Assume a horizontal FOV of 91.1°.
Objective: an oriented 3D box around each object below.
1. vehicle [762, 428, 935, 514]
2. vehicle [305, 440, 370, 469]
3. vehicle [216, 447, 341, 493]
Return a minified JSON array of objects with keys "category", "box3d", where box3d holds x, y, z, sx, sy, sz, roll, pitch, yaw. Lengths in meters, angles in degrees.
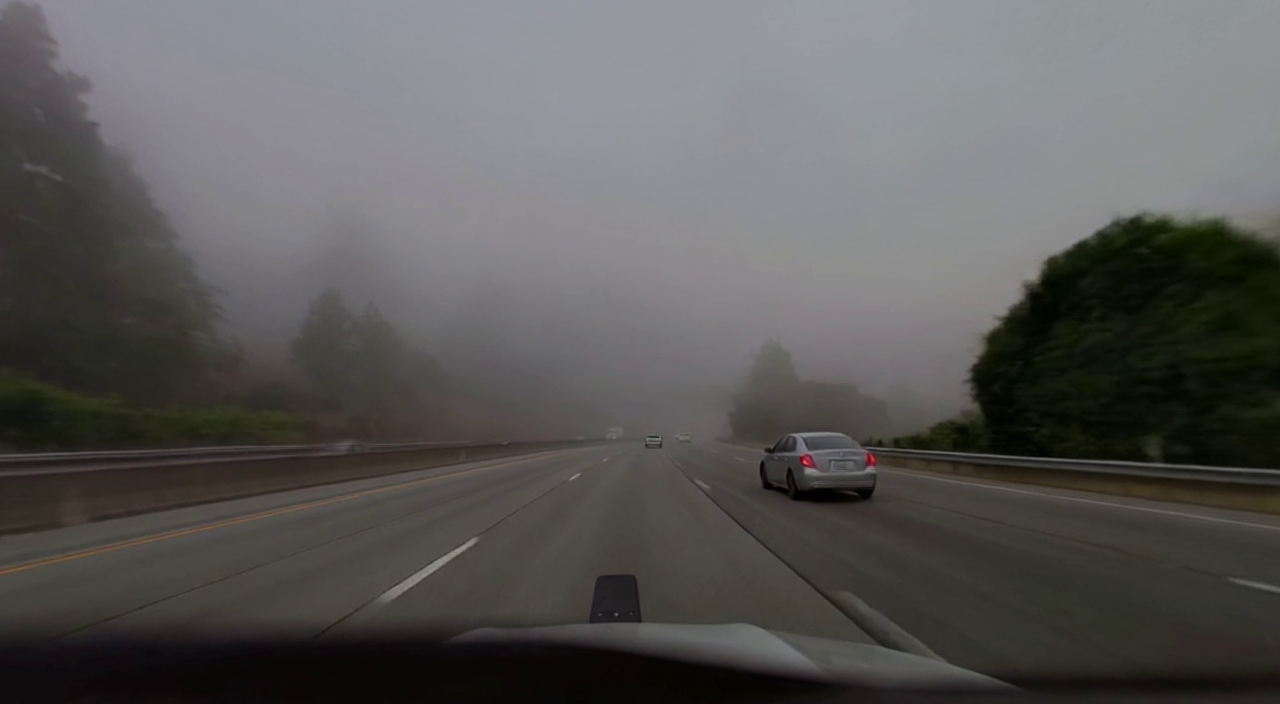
[{"category":"vehicle","box3d":[3.990,2.323,12.951,1.982,1.452,4.294,0,-8,-2]},{"category":"vehicle","box3d":[-16.312,5.517,34.078,1.643,1.413,3.777,0,-8,0]},{"category":"vehicle","box3d":[-12.385,4.022,21.850,2.066,1.396,3.813,0,-8,0]}]
